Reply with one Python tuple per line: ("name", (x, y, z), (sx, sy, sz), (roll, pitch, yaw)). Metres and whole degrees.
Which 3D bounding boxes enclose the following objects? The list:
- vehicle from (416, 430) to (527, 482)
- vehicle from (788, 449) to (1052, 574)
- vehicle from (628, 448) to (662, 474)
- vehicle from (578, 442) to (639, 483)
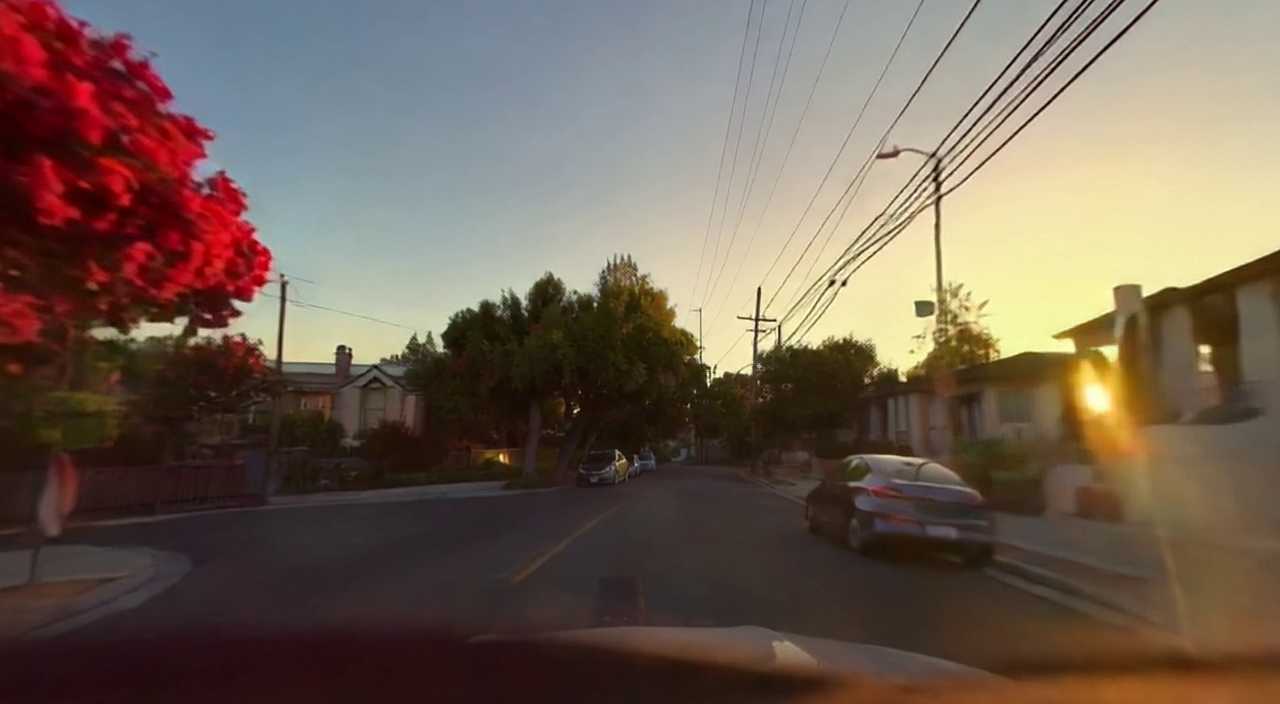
("vehicle", (-9.544, 5.973, 36.145), (5.828, 2.818, 2.231), (2, -10, -12))
("vehicle", (3.968, 2.351, 10.182), (2.151, 1.468, 5.066), (0, -10, 3))
("vehicle", (0.441, 8.488, 49.141), (2.139, 1.882, 4.635), (-1, -10, 7))
("vehicle", (-1.504, 5.754, 32.898), (2.463, 1.951, 5.794), (-1, -10, 4))
